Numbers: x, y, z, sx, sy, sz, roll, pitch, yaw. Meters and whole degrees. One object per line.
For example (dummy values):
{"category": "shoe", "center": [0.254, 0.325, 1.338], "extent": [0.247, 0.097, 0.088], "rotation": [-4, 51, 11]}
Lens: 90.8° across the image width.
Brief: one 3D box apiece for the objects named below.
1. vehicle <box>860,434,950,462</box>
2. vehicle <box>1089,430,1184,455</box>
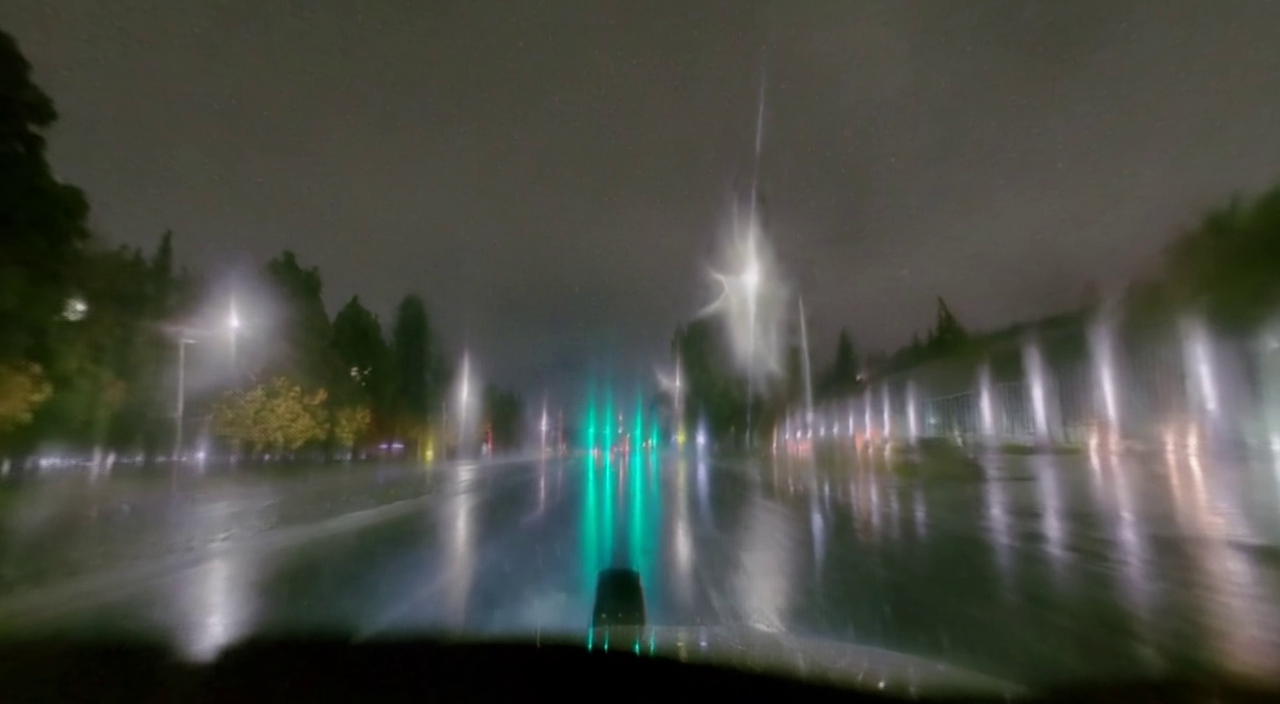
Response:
{"category": "vehicle", "center": [17.291, 6.292, 41.356], "extent": [4.938, 1.729, 2.098], "rotation": [1, -8, -4]}
{"category": "vehicle", "center": [30.213, 5.518, 38.508], "extent": [4.324, 1.472, 1.711], "rotation": [0, -8, -1]}
